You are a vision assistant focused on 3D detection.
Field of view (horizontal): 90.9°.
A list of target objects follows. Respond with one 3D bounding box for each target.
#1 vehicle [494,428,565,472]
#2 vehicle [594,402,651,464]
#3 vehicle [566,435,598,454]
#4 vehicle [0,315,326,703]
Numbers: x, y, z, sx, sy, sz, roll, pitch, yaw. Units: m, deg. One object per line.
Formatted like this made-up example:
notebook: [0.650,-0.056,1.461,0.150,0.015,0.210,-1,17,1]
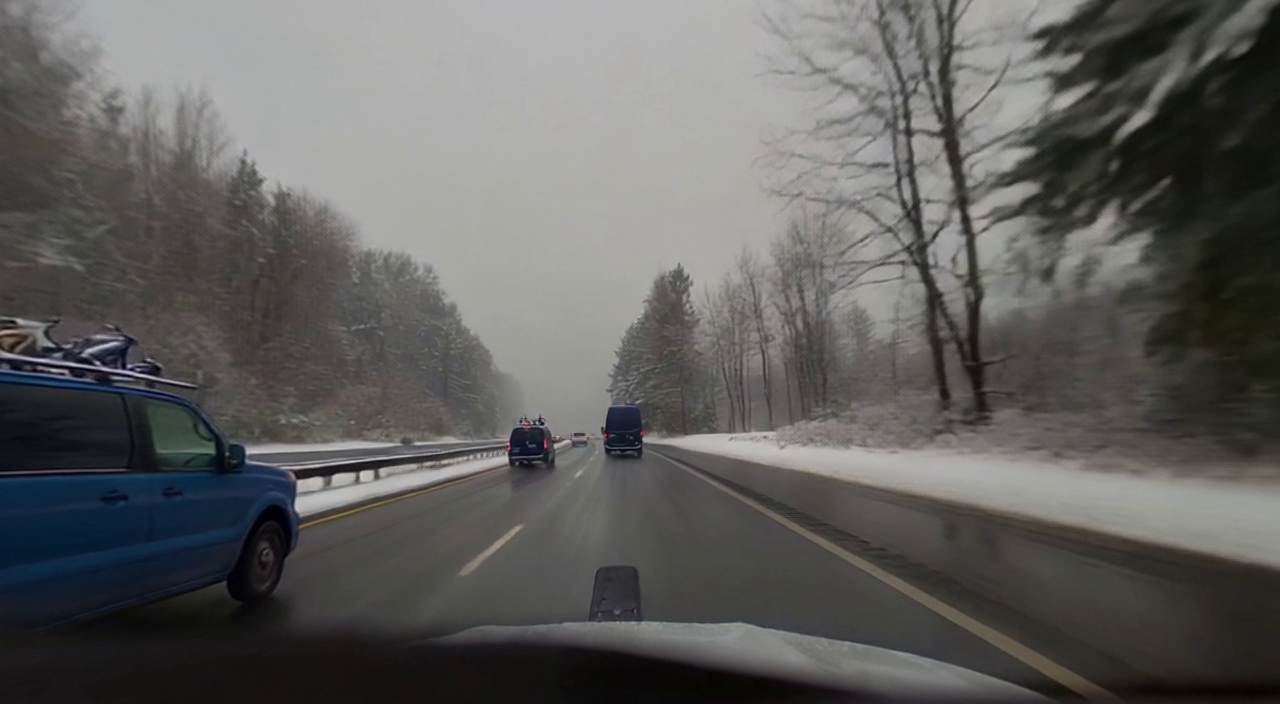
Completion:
vehicle: [-4.384,3.959,25.654,2.110,1.636,4.453,0,-8,-1]
vehicle: [-0.947,4.279,32.886,2.647,2.896,6.480,0,-8,-2]
vehicle: [-4.516,7.337,49.996,2.251,1.459,4.236,0,-8,-2]
vehicle: [-3.690,0.782,2.962,2.069,1.751,4.720,0,-8,-1]
